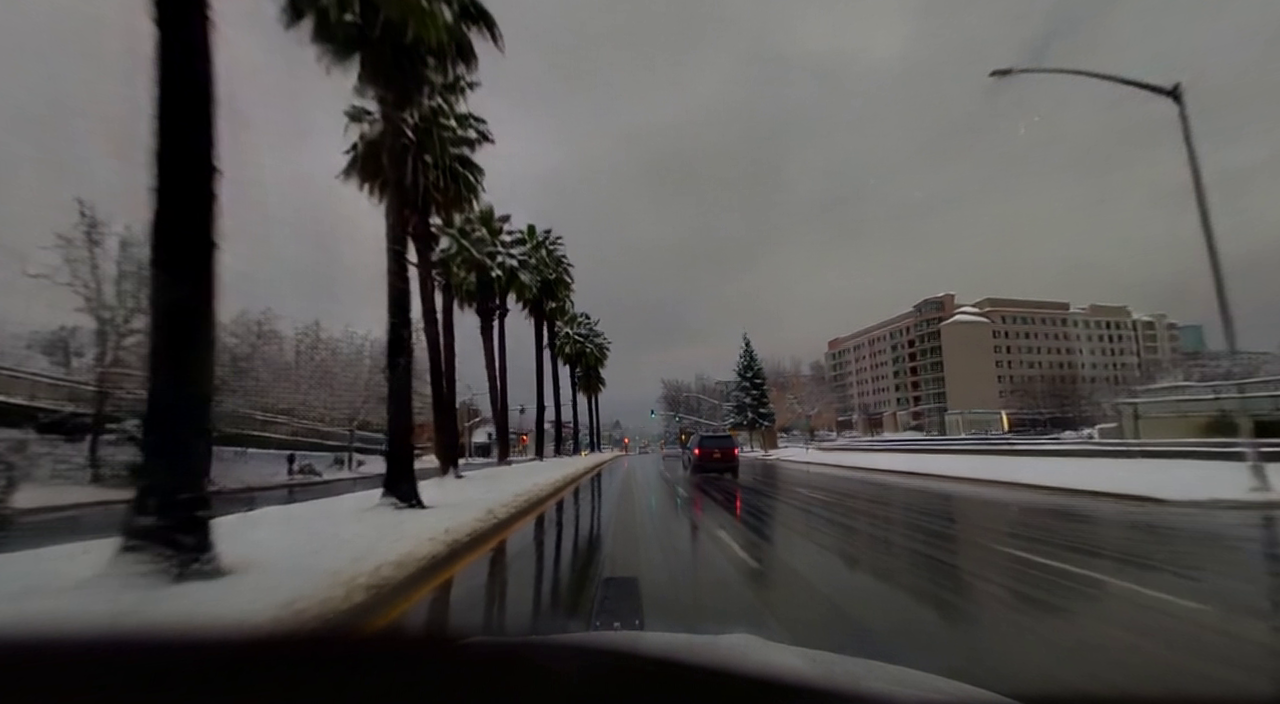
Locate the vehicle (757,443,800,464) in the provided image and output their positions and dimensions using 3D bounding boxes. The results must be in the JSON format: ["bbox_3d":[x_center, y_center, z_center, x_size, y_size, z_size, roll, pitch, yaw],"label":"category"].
[{"bbox_3d":[10.101,7.448,46.509,1.989,1.472,5.054,0,-9,-1],"label":"vehicle"}]

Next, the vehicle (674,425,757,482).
[{"bbox_3d":[2.835,4.031,25.291,2.559,2.017,5.562,0,-9,-1],"label":"vehicle"}]
